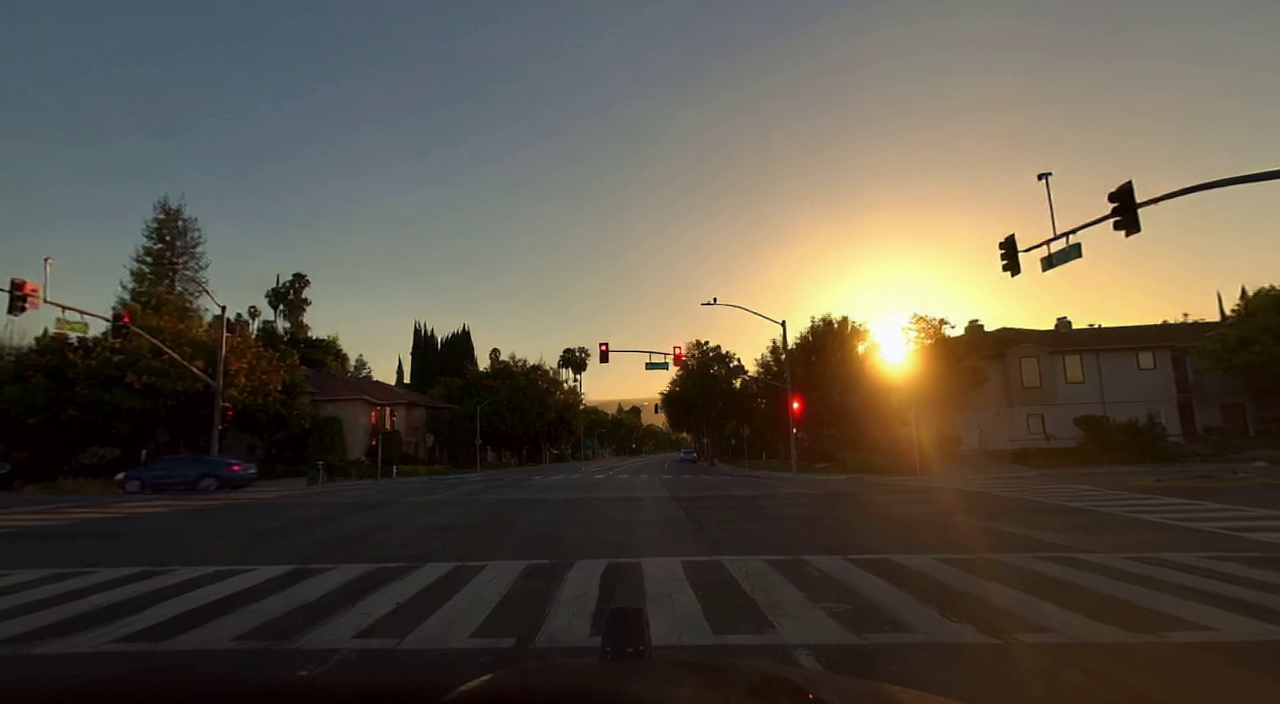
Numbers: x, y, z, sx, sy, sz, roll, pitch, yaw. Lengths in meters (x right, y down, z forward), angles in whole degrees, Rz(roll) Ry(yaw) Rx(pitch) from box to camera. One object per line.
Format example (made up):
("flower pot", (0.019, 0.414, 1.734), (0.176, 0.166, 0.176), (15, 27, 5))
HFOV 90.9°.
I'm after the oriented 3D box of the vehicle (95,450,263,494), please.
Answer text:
("vehicle", (-16.481, 4.282, 22.700), (4.562, 1.460, 1.822), (0, -8, 0))
